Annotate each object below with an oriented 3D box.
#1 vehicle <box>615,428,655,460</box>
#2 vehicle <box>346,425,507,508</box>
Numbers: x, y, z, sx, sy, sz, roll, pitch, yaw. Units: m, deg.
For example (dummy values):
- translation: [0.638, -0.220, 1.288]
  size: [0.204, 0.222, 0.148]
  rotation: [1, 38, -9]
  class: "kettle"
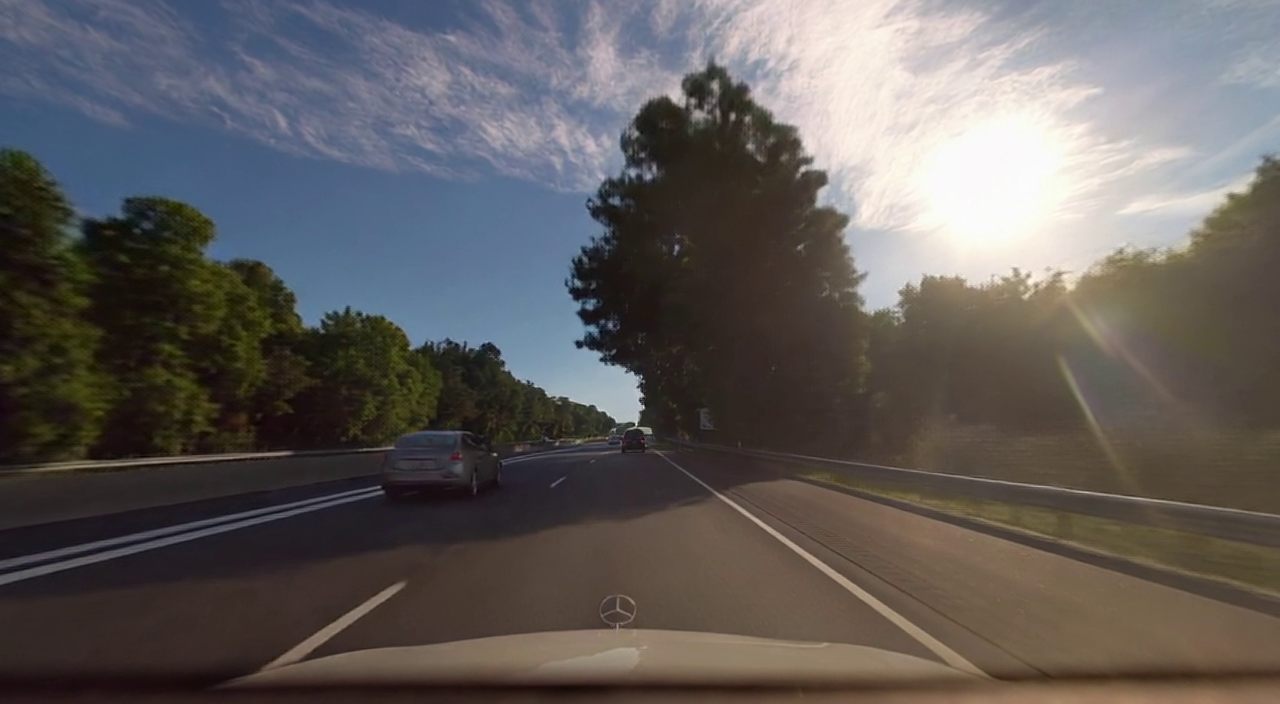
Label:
- translation: [-0.279, 5.164, 35.444]
  size: [2.134, 1.654, 4.174]
  rotation: [0, -8, -1]
  class: "vehicle"
- translation: [-4.314, 2.359, 13.513]
  size: [2.030, 1.491, 4.046]
  rotation: [0, -8, 0]
  class: "vehicle"
